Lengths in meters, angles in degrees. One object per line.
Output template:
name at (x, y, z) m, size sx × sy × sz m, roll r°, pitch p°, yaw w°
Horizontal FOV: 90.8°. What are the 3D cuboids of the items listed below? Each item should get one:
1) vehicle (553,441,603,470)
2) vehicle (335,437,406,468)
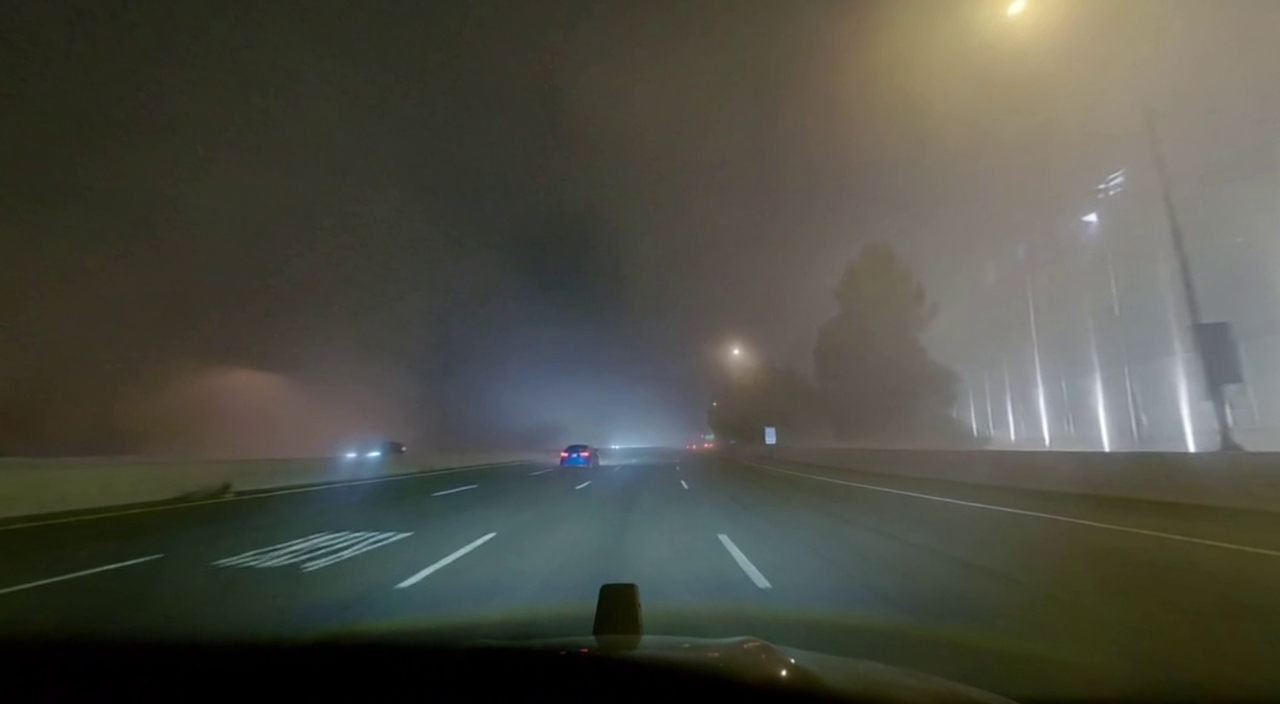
vehicle at (-3.498, 5.960, 36.502) m, size 2.087 × 1.566 × 4.756 m, roll -1°, pitch -9°, yaw 4°
vehicle at (-15.929, 5.967, 37.634) m, size 1.950 × 1.669 × 4.544 m, roll -1°, pitch -9°, yaw 3°
